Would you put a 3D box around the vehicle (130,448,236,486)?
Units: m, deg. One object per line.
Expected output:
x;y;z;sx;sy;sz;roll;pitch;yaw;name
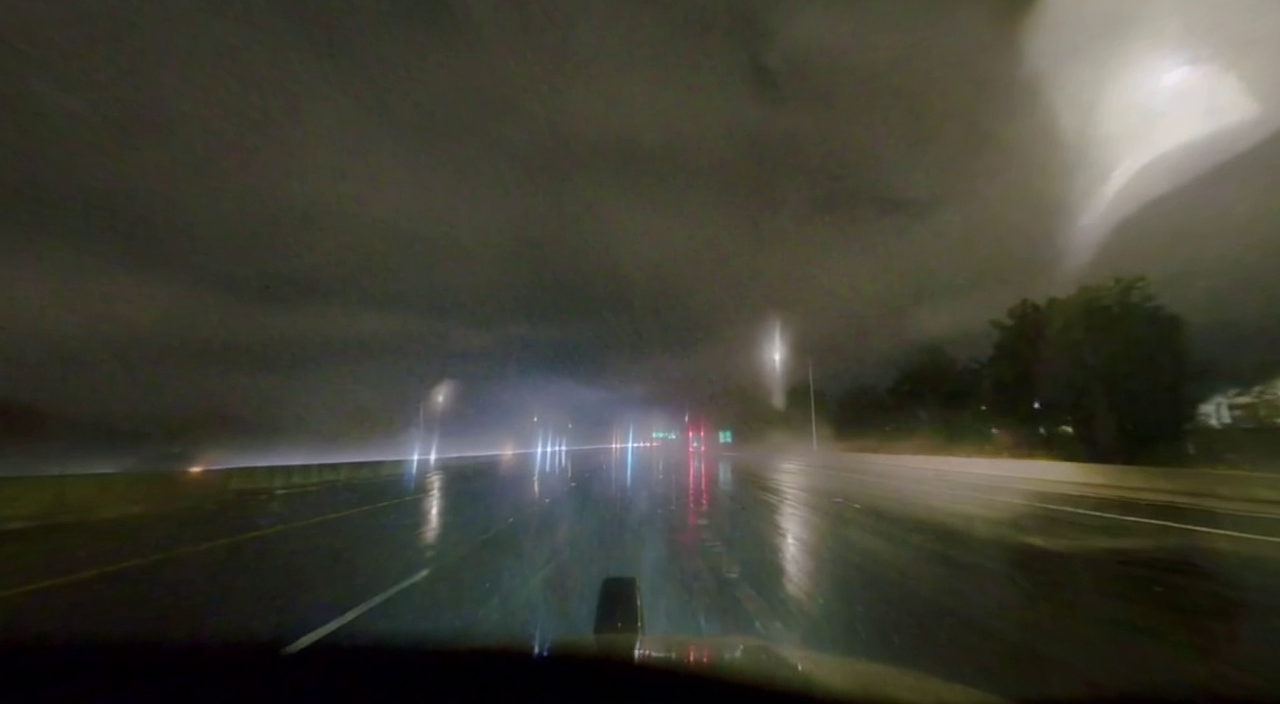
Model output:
-22.018;5.519;30.672;1.891;1.687;4.333;0;-8;0;vehicle
